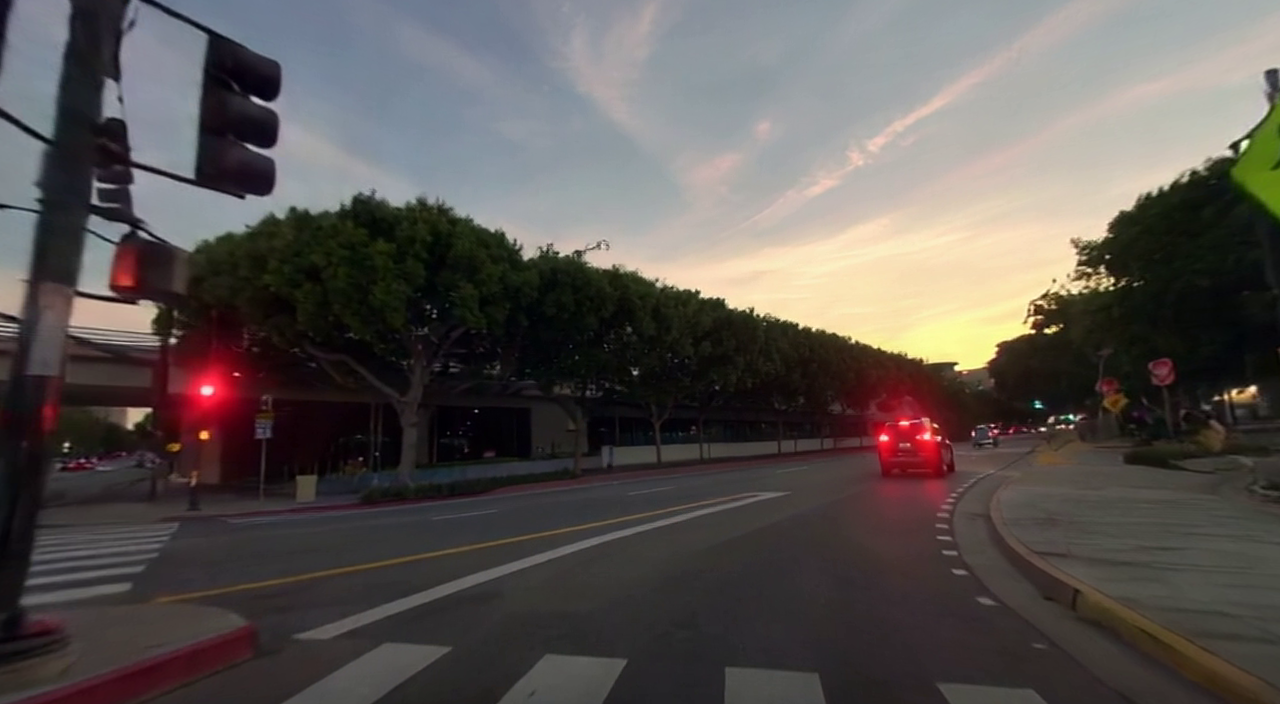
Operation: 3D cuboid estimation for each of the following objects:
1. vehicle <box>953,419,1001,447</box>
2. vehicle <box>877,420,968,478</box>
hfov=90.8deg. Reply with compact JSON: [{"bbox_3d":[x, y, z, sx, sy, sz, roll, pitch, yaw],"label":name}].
[{"bbox_3d":[24.714,5.962,46.228,2.122,1.954,5.144,-7,-11,37],"label":"vehicle"},{"bbox_3d":[9.169,3.104,20.339,1.908,1.622,4.166,-6,-10,33],"label":"vehicle"}]
